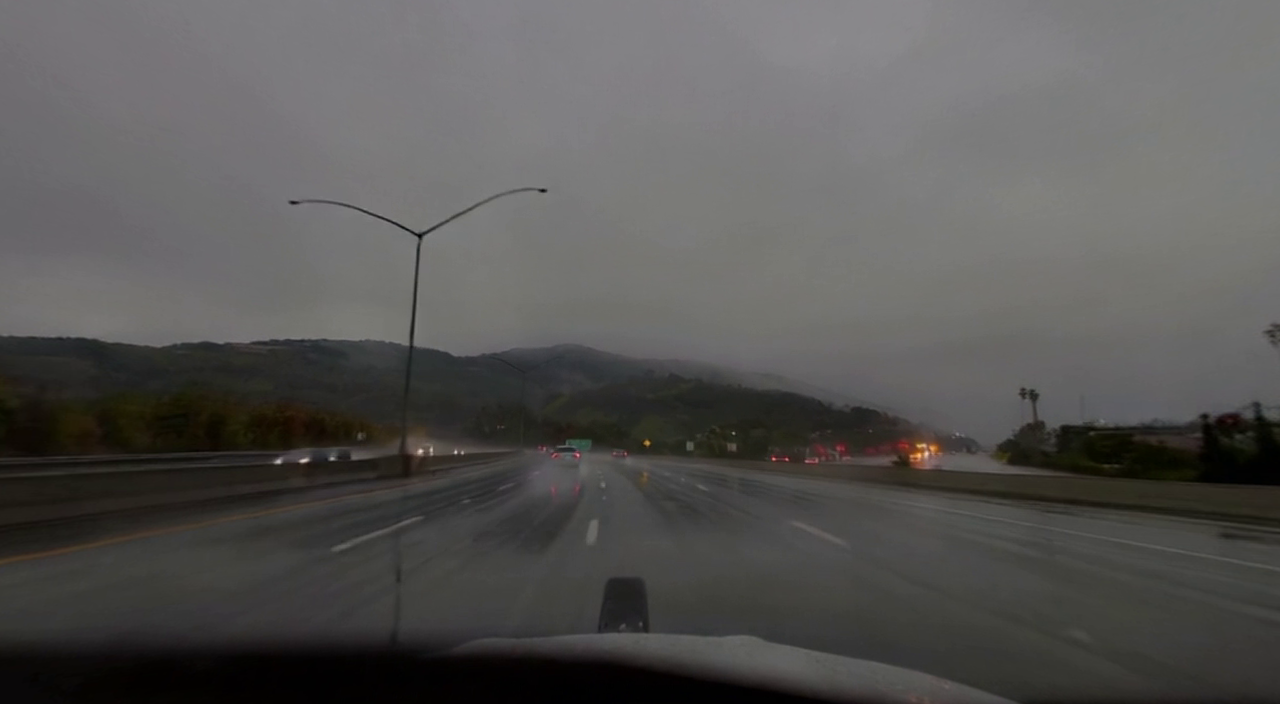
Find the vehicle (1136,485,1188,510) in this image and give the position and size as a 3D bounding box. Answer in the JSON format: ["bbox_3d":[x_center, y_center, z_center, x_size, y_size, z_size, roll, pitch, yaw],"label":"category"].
[{"bbox_3d":[37.999,10.580,45.986,1.856,1.462,3.789,-4,-10,23],"label":"vehicle"}]

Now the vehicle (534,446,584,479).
[{"bbox_3d":[-3.974,5.470,31.534,2.193,1.497,4.337,0,-9,-4],"label":"vehicle"}]

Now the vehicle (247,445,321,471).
[{"bbox_3d":[-21.304,6.351,37.970,2.076,1.457,4.466,0,-9,-4],"label":"vehicle"}]
